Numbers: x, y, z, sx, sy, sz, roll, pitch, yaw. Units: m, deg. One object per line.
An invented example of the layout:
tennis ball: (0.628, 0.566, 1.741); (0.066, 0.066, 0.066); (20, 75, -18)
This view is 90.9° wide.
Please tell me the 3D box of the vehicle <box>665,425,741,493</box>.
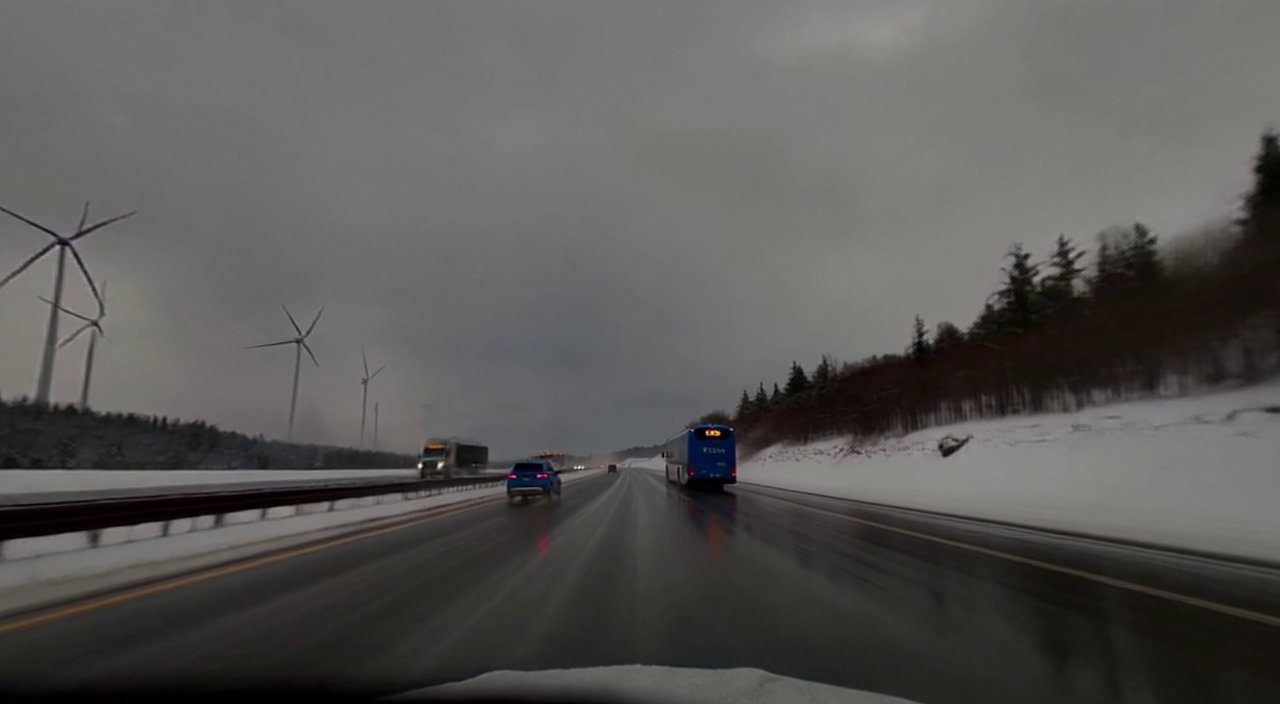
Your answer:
vehicle: (3.609, 6.979, 40.654); (2.941, 3.574, 14.463); (1, -10, -2)

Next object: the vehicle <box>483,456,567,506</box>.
vehicle: (-3.971, 4.585, 22.598); (2.213, 1.568, 4.274); (1, -10, 0)
